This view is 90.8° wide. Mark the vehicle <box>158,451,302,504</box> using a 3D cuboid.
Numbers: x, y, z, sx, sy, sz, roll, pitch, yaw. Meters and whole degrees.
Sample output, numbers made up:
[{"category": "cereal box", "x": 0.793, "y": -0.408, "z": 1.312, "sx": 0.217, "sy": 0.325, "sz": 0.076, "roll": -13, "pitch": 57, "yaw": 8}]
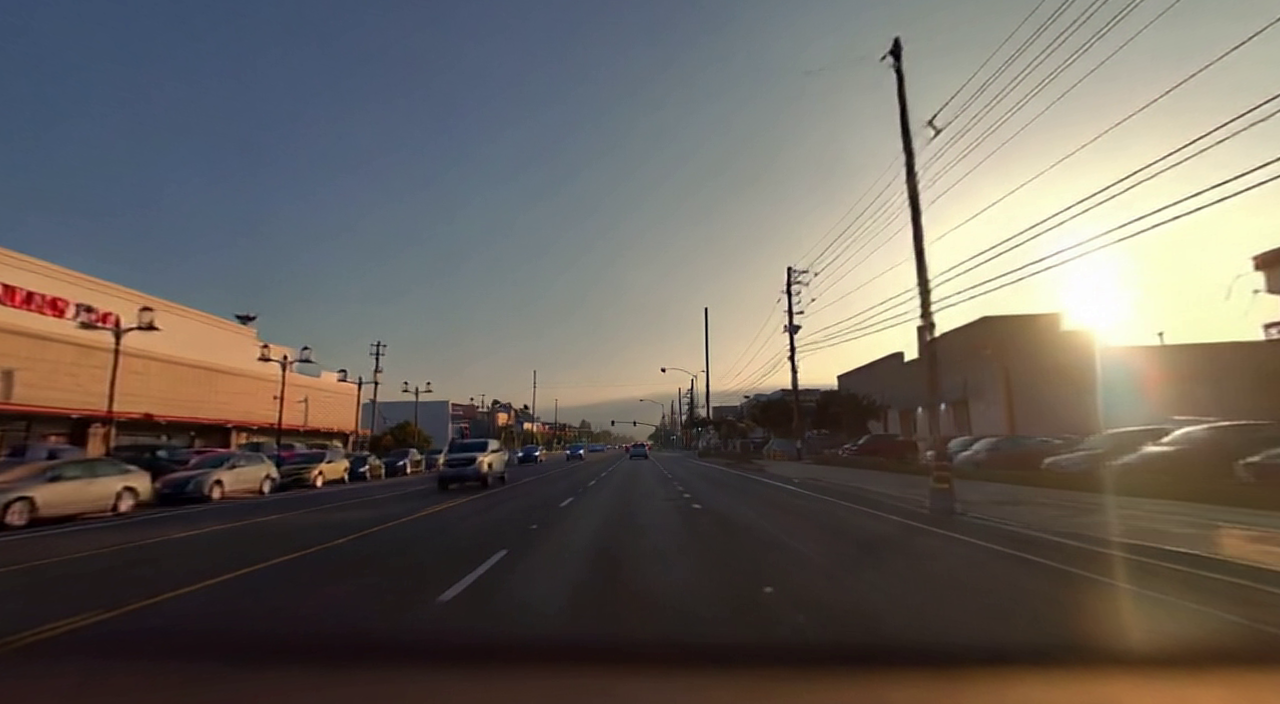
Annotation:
[{"category": "vehicle", "x": -13.821, "y": 4.210, "z": 21.700, "sx": 1.901, "sy": 1.552, "sz": 4.541, "roll": 0, "pitch": -8, "yaw": 0}]

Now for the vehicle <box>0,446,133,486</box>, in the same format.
[{"category": "vehicle", "x": -24.527, "y": 4.686, "z": 26.212, "sx": 5.137, "sy": 1.540, "sz": 1.991, "roll": 5, "pitch": -10, "yaw": -32}]

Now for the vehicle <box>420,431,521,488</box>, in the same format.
[{"category": "vehicle", "x": -5.958, "y": 3.857, "z": 23.053, "sx": 2.180, "sy": 1.805, "sz": 5.170, "roll": 0, "pitch": -8, "yaw": 1}]

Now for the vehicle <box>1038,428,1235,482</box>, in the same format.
[{"category": "vehicle", "x": 15.043, "y": 3.118, "z": 19.351, "sx": 4.396, "sy": 1.412, "sz": 1.858, "roll": -2, "pitch": -6, "yaw": 2}]

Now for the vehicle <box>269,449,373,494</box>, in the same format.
[{"category": "vehicle", "x": -13.647, "y": 5.089, "z": 27.438, "sx": 1.793, "sy": 1.534, "sz": 5.400, "roll": -2, "pitch": -7, "yaw": -1}]

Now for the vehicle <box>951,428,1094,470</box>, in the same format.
[{"category": "vehicle", "x": 14.895, "y": 3.780, "z": 24.798, "sx": 4.300, "sy": 1.431, "sz": 1.937, "roll": -2, "pitch": -7, "yaw": 1}]
